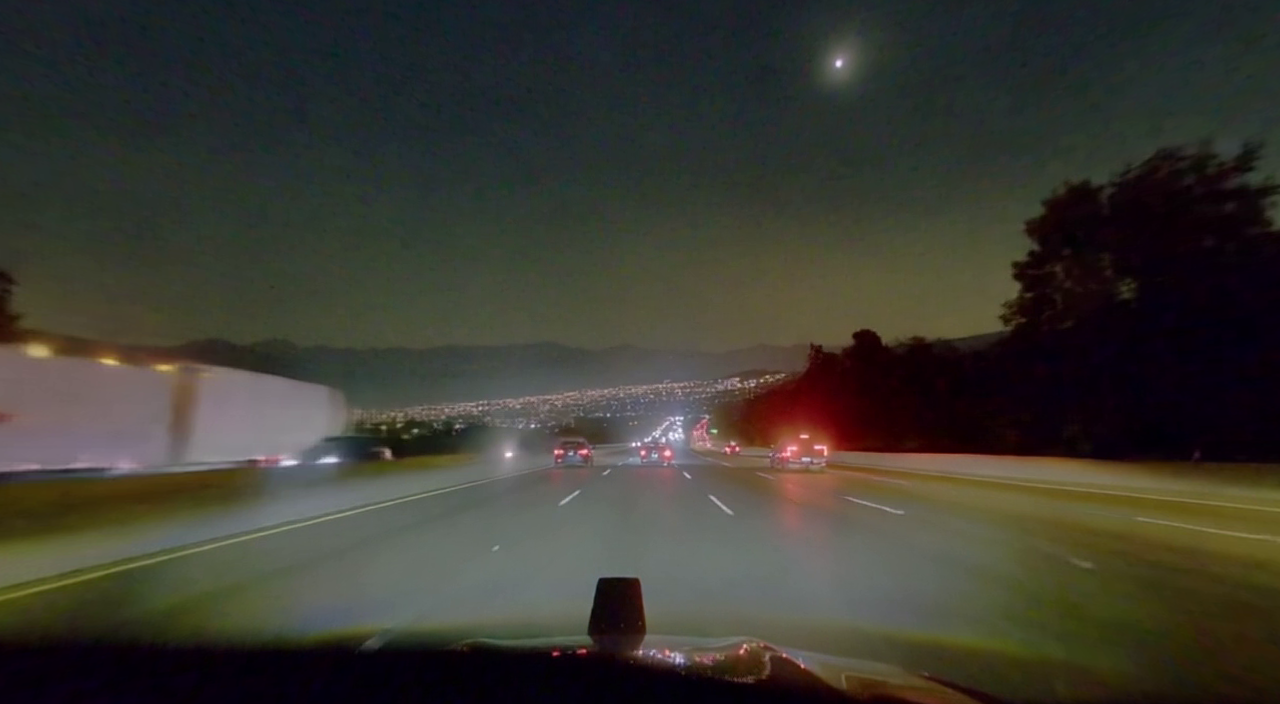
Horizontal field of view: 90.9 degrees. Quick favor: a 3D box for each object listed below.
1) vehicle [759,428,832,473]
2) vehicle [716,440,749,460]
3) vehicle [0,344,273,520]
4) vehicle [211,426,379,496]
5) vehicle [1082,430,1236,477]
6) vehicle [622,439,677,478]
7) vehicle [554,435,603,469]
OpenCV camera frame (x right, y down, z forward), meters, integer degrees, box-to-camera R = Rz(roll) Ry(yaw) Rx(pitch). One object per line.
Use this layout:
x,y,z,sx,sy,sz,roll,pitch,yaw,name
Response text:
7.238,4.632,29.905,2.094,1.916,5.099,0,-8,0,vehicle
7.189,7.670,49.416,1.894,1.511,4.148,0,-8,-1,vehicle
-16.323,2.538,19.177,2.834,4.050,12.376,0,-8,0,vehicle
-9.284,2.968,17.568,1.969,1.668,4.739,0,-8,0,vehicle
20.257,3.980,24.954,1.912,1.652,4.601,0,-8,-5,vehicle
0.366,4.314,25.867,2.071,1.464,4.162,0,-8,0,vehicle
-3.290,5.425,34.380,2.140,1.720,4.410,0,-8,1,vehicle
